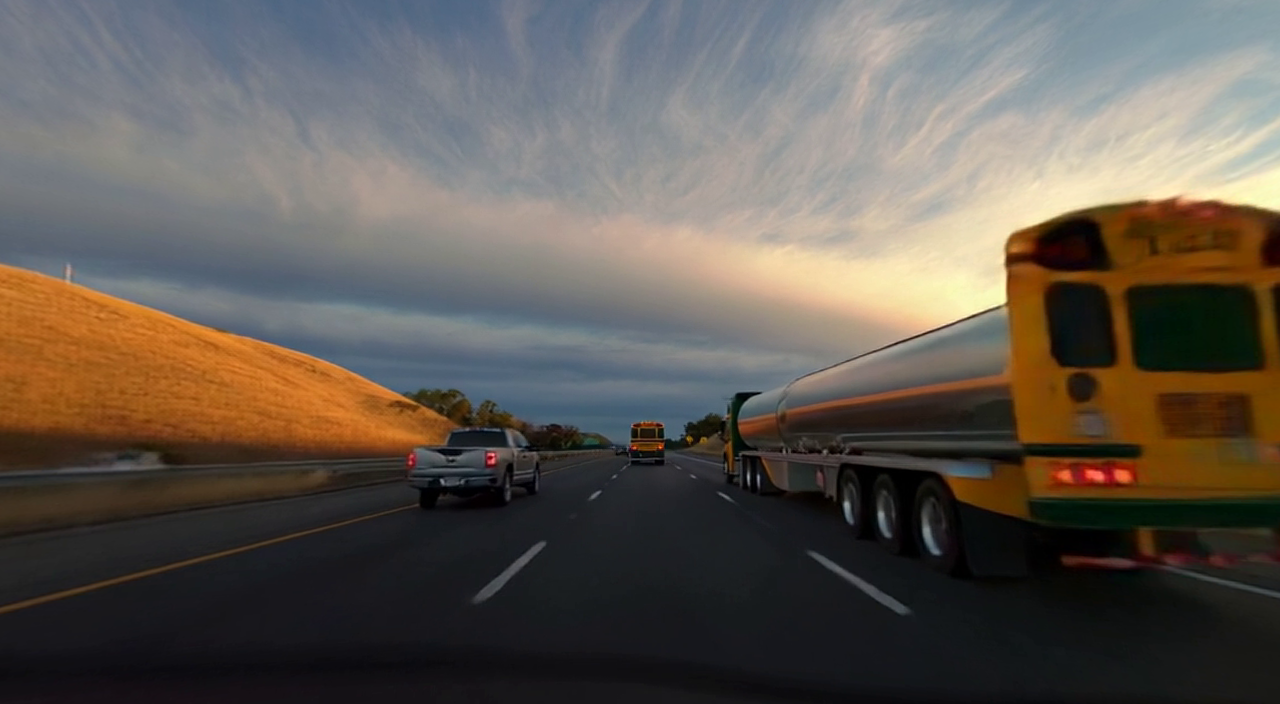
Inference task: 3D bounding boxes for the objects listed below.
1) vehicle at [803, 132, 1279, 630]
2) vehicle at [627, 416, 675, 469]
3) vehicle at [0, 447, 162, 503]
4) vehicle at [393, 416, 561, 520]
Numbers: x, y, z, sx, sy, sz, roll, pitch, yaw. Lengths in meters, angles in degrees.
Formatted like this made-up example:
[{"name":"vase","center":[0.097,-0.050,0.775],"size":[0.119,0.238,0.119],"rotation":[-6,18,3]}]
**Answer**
[{"name":"vehicle","center":[4.397,0.621,8.156],"size":[2.716,3.705,7.018],"rotation":[0,-8,1]},{"name":"vehicle","center":[0.705,6.436,44.772],"size":[2.948,3.265,10.569],"rotation":[0,-8,0]},{"name":"vehicle","center":[-21.423,4.640,24.368],"size":[2.145,1.885,4.676],"rotation":[0,-8,0]},{"name":"vehicle","center":[-3.441,2.610,14.843],"size":[2.241,1.927,5.833],"rotation":[0,-8,2]}]
